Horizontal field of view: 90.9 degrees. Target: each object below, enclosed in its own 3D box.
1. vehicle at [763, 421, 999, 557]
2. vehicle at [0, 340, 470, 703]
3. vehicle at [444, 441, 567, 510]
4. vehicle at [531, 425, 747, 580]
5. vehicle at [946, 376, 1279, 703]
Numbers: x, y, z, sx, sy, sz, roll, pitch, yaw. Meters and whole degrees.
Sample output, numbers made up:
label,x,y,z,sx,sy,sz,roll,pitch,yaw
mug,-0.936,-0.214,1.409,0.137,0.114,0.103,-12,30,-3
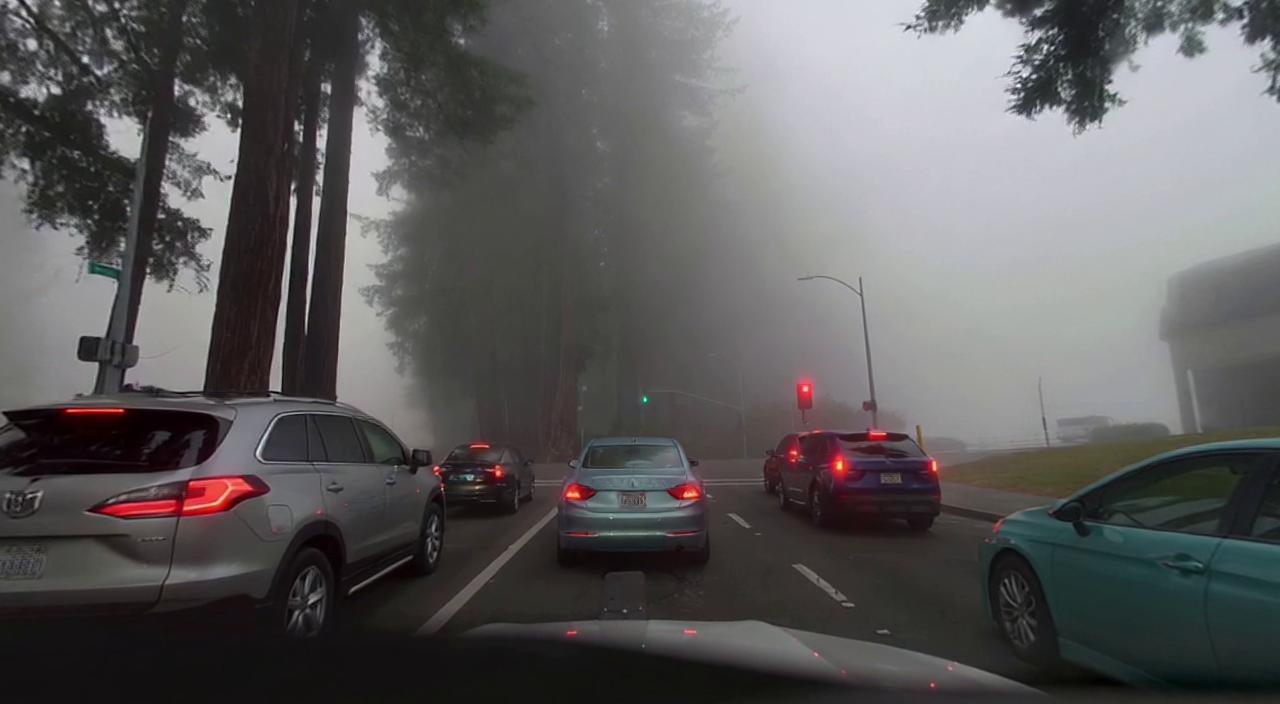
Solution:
label,x,y,z,sx,sy,sz,roll,pitch,yaw
vehicle,3.411,2.021,10.033,2.040,1.647,4.379,0,-9,1
vehicle,-3.145,1.161,5.061,2.168,1.750,4.625,-1,-9,1
vehicle,-3.060,2.906,15.319,1.975,1.420,4.196,-1,-9,1
vehicle,-0.033,1.800,8.329,2.147,1.507,3.953,0,-9,-1
vehicle,3.320,0.961,2.830,1.899,1.588,3.888,0,-9,0
